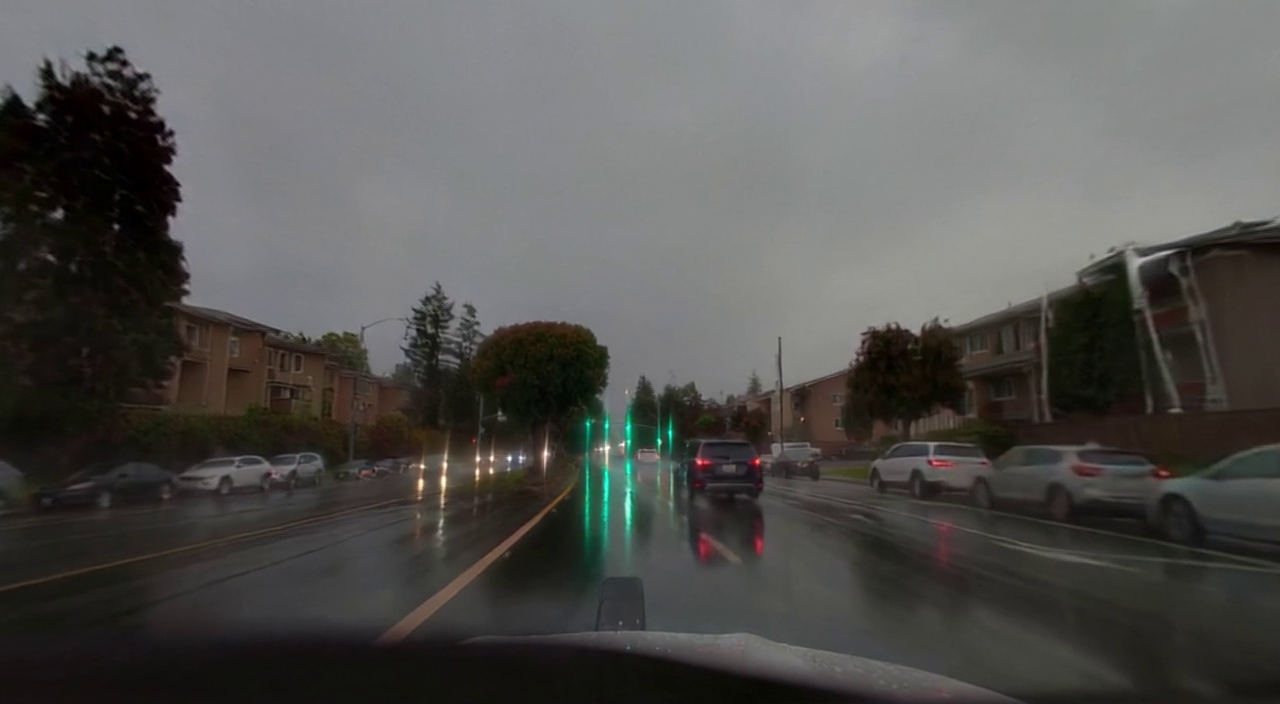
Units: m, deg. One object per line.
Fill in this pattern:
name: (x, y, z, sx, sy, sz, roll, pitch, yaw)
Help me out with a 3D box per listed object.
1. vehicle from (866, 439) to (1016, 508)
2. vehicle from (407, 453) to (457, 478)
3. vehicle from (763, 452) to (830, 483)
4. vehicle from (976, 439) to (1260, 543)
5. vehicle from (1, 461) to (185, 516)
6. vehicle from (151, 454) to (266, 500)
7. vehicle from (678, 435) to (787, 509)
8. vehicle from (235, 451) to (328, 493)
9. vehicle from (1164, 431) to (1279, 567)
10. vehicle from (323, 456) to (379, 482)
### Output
vehicle: (9.179, 3.711, 19.864, 2.052, 1.853, 4.886, 1, -9, -4)
vehicle: (-13.190, 7.220, 40.356, 1.895, 1.458, 4.512, 0, -9, -3)
vehicle: (8.216, 6.077, 33.673, 1.936, 1.485, 5.111, 1, -9, -5)
vehicle: (9.440, 2.727, 13.202, 2.032, 1.732, 4.780, 0, -9, -3)
vehicle: (-18.159, 4.508, 21.414, 1.903, 1.517, 4.965, 0, -9, -2)
vehicle: (-18.394, 5.321, 27.275, 1.871, 1.712, 4.710, 1, -9, -4)
vehicle: (2.375, 3.227, 17.510, 2.085, 1.763, 4.490, 1, -9, -4)
vehicle: (-18.625, 6.220, 33.159, 2.182, 1.840, 5.105, -1, -8, -3)
vehicle: (9.503, 1.811, 7.535, 2.186, 1.750, 4.805, 1, -9, -3)
vehicle: (-20.162, 8.173, 44.289, 1.979, 1.489, 4.902, 0, -8, -5)
